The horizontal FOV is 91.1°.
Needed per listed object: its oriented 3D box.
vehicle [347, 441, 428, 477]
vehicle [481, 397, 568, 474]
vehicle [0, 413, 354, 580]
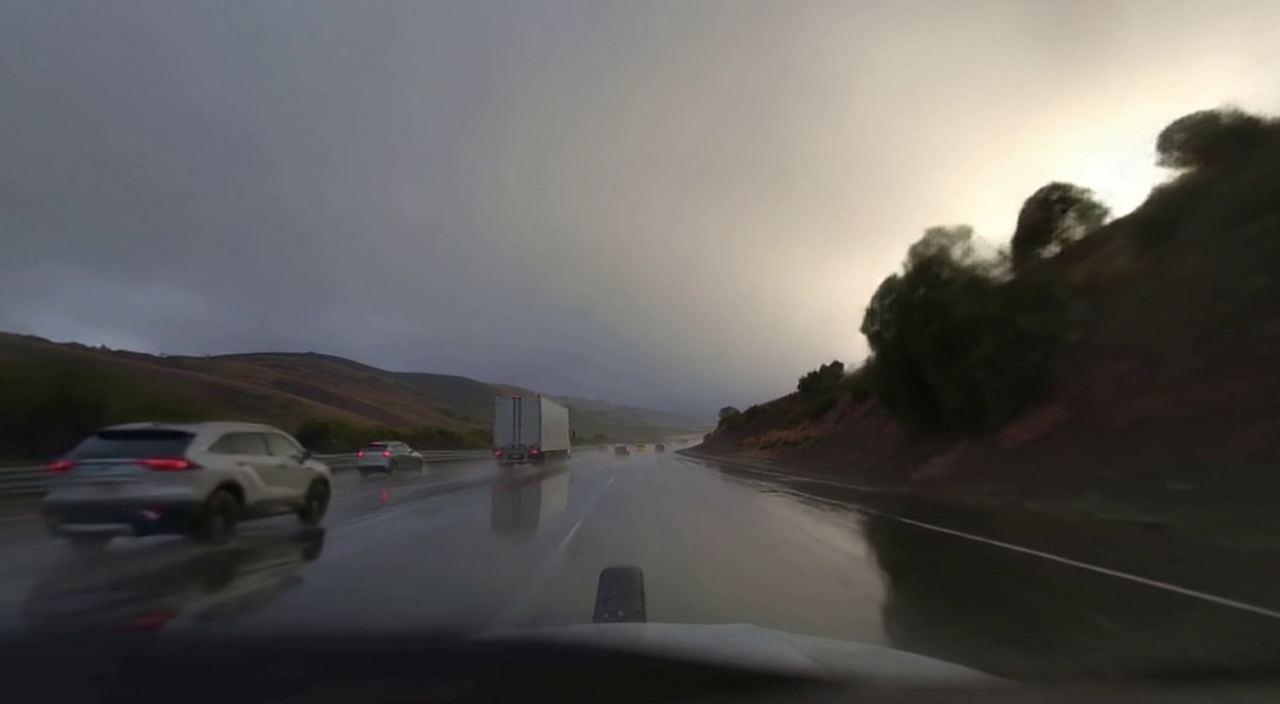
[{"bbox_3d":[-13.843,5.863,34.862,2.130,1.828,5.523,0,-8,1],"label":"vehicle"},{"bbox_3d":[-6.440,5.003,37.082,2.981,3.860,11.022,0,-8,0],"label":"vehicle"},{"bbox_3d":[-6.101,1.847,8.854,2.099,1.734,4.413,0,-8,-1],"label":"vehicle"}]
